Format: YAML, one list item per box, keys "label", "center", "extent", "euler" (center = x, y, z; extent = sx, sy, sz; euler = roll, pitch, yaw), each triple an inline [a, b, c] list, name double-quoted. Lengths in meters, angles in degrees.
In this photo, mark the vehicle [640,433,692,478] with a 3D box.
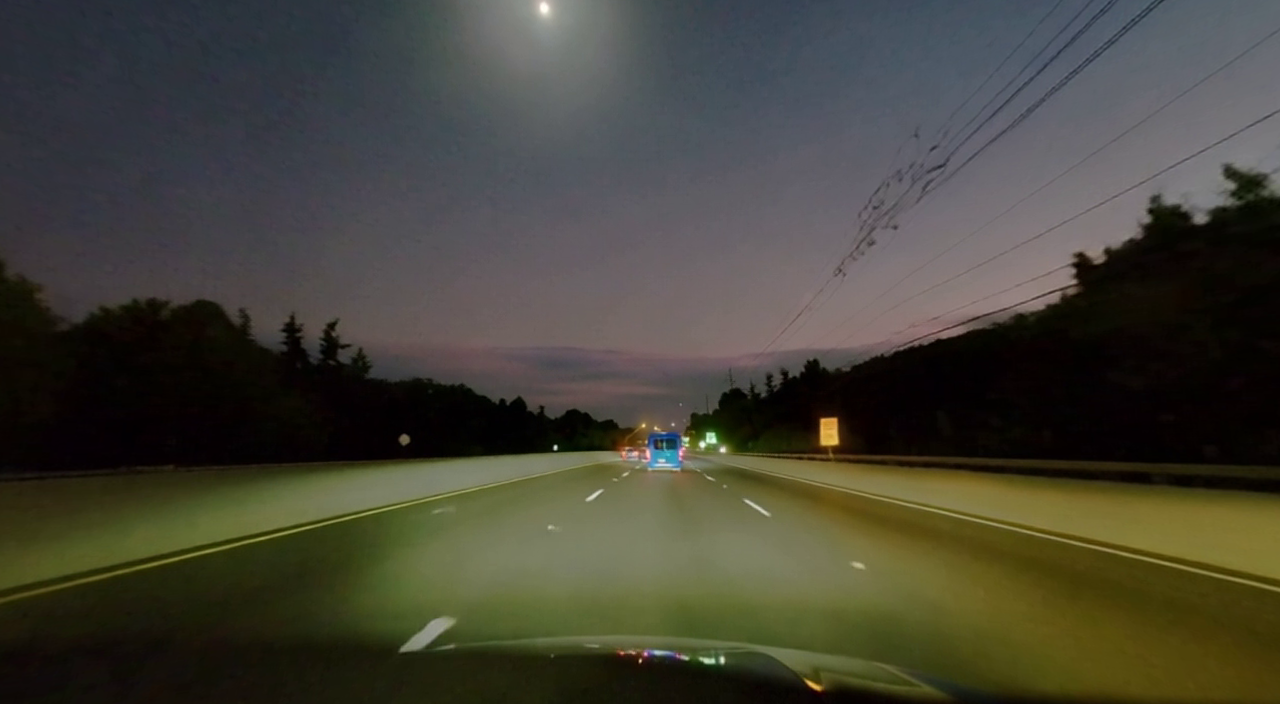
- label: "vehicle"
  center: [1.211, 4.936, 30.141]
  extent: [2.261, 1.969, 5.104]
  euler: [0, -9, 2]
